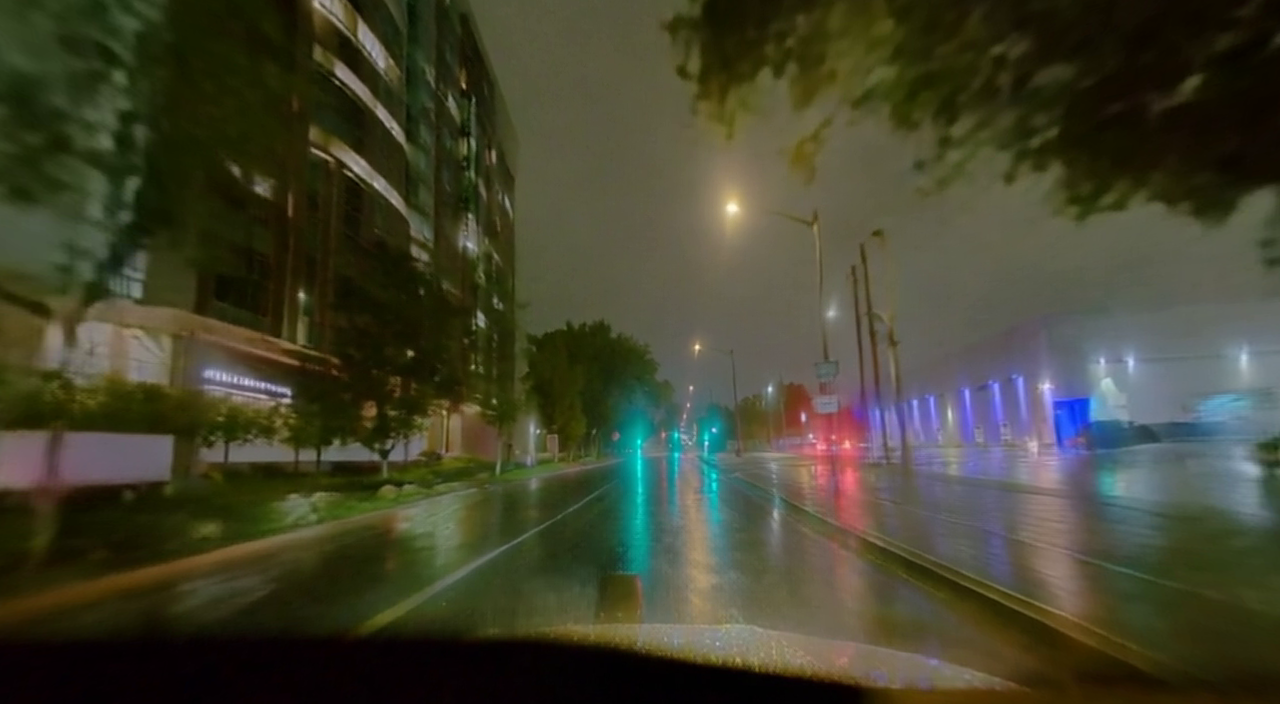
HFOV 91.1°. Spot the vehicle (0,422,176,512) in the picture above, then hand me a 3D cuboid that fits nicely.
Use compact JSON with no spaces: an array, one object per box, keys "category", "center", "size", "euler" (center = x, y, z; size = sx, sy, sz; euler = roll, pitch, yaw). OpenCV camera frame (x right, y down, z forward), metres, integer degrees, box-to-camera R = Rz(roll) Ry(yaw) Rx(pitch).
[{"category":"vehicle","center":[-19.814,3.776,20.808],"size":[2.166,2.698,7.006],"euler":[-6,-9,20]}]

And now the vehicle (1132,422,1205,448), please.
[{"category":"vehicle","center":[33.253,5.288,39.647],"size":[1.635,1.503,3.463],"euler":[-3,-9,3]}]
